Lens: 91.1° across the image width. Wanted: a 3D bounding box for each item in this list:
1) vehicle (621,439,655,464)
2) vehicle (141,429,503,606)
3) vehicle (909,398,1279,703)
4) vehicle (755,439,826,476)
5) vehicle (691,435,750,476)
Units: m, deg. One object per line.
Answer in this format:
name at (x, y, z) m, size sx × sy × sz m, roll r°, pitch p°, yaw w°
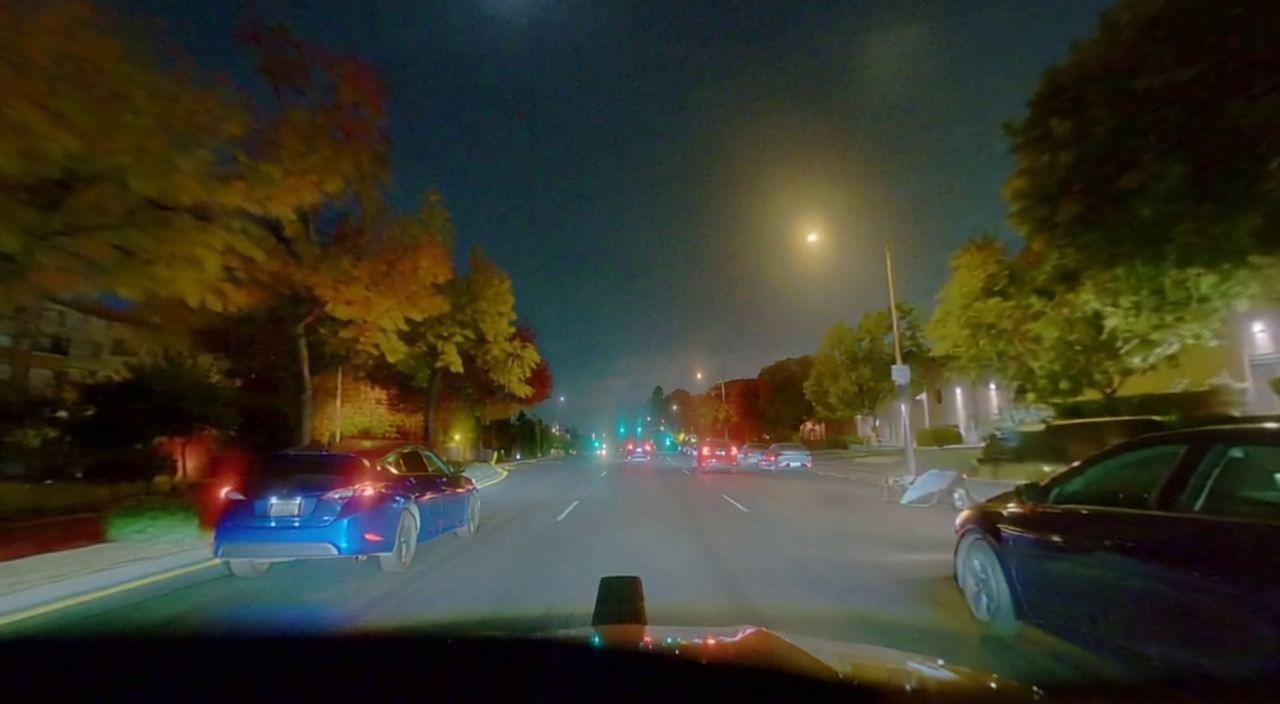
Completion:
vehicle at (-0.144, 7.052, 44.834) m, size 2.293 × 1.662 × 4.262 m, roll 0°, pitch -8°, yaw 0°
vehicle at (-3.205, 1.736, 7.664) m, size 1.997 × 1.479 × 4.547 m, roll 0°, pitch -8°, yaw 1°
vehicle at (3.206, 0.990, 2.757) m, size 2.060 × 1.474 × 4.475 m, roll 0°, pitch -8°, yaw 0°
vehicle at (7.103, 5.023, 30.195) m, size 2.114 × 1.628 × 4.932 m, roll 0°, pitch -8°, yaw -1°
vehicle at (3.575, 4.682, 28.706) m, size 2.019 × 1.675 × 4.488 m, roll 0°, pitch -8°, yaw -1°
